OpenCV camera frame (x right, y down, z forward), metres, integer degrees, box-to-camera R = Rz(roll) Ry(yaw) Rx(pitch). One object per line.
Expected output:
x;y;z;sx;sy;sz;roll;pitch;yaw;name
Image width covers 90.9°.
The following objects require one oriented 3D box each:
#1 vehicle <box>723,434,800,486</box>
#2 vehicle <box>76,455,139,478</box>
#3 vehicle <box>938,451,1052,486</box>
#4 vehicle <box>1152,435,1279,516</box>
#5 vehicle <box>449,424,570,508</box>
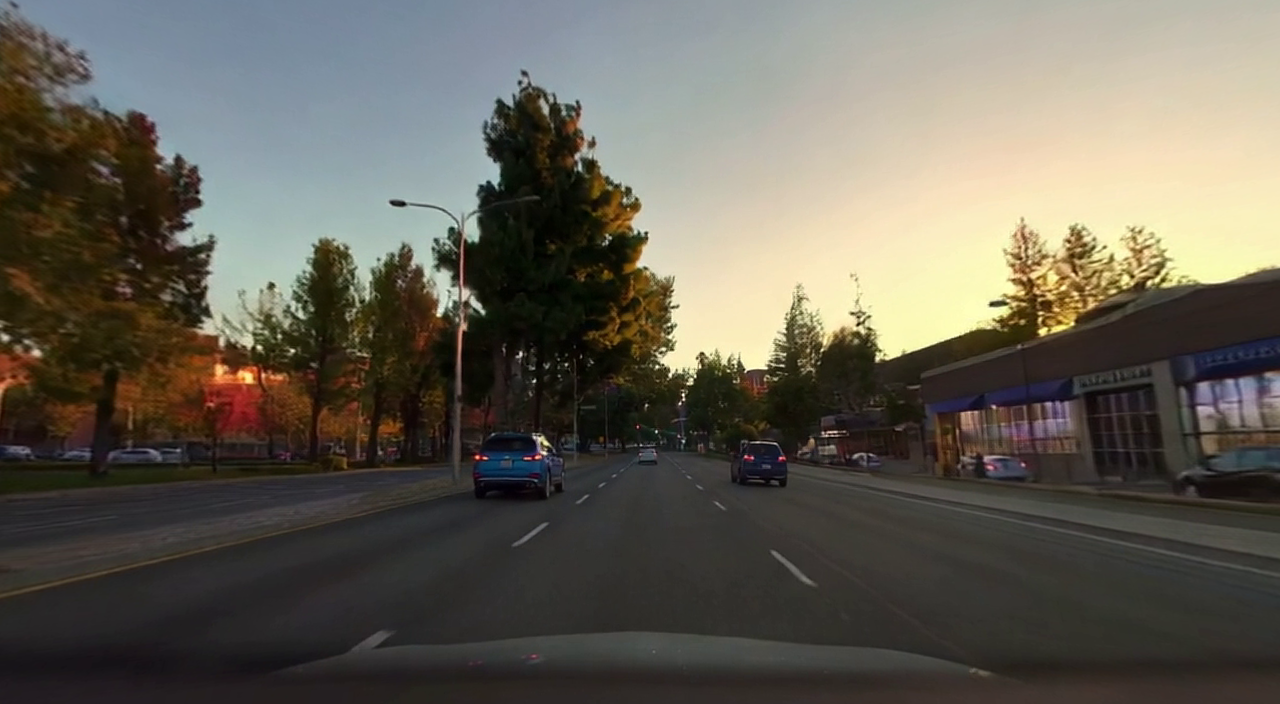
4.518;4.086;24.151;2.083;1.779;4.347;0;-8;0;vehicle
-38.191;8.183;45.175;4.355;1.541;1.919;-6;-9;29;vehicle
15.790;5.161;28.089;4.133;1.475;1.833;2;-9;-11;vehicle
14.865;2.797;14.377;1.932;1.748;4.741;1;-9;-8;vehicle
-3.091;2.820;15.991;2.047;1.810;4.414;0;-8;1;vehicle
